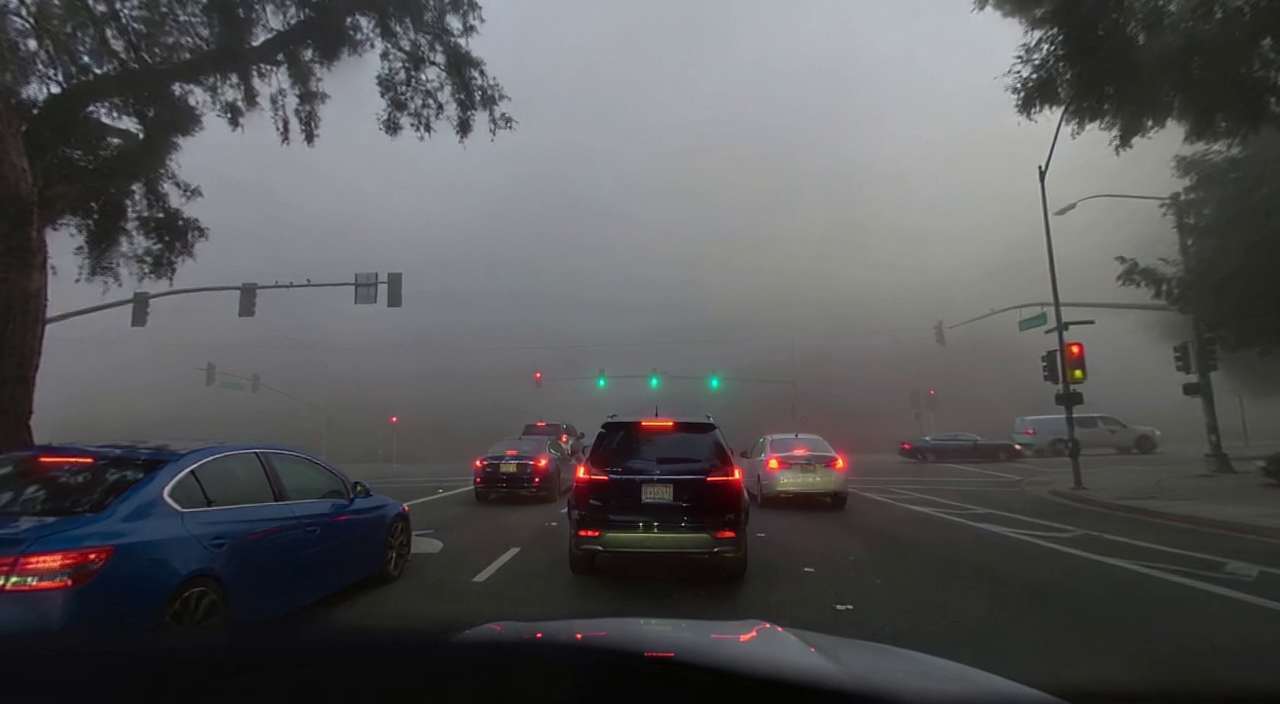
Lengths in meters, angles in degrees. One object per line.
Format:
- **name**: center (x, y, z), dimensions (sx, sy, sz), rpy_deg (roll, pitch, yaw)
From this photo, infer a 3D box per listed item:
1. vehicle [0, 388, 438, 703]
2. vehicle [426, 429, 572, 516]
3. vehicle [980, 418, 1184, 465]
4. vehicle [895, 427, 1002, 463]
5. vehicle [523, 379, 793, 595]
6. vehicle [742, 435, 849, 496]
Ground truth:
- **vehicle**: center (-3.217, 1.194, 4.393), dimensions (1.958, 1.494, 4.624), rpy_deg (0, -8, 2)
- **vehicle**: center (-2.681, 2.394, 13.073), dimensions (1.851, 1.502, 4.042), rpy_deg (0, -8, 4)
- **vehicle**: center (19.633, 4.005, 28.420), dimensions (6.879, 1.984, 2.808), rpy_deg (-1, -7, 8)
- **vehicle**: center (14.284, 4.361, 29.444), dimensions (4.026, 1.573, 2.271), rpy_deg (-2, -9, 14)
- **vehicle**: center (0.205, 1.466, 7.644), dimensions (2.300, 1.832, 4.331), rpy_deg (0, -8, 1)
- **vehicle**: center (4.102, 3.059, 17.348), dimensions (1.979, 1.453, 4.011), rpy_deg (0, -8, 1)
